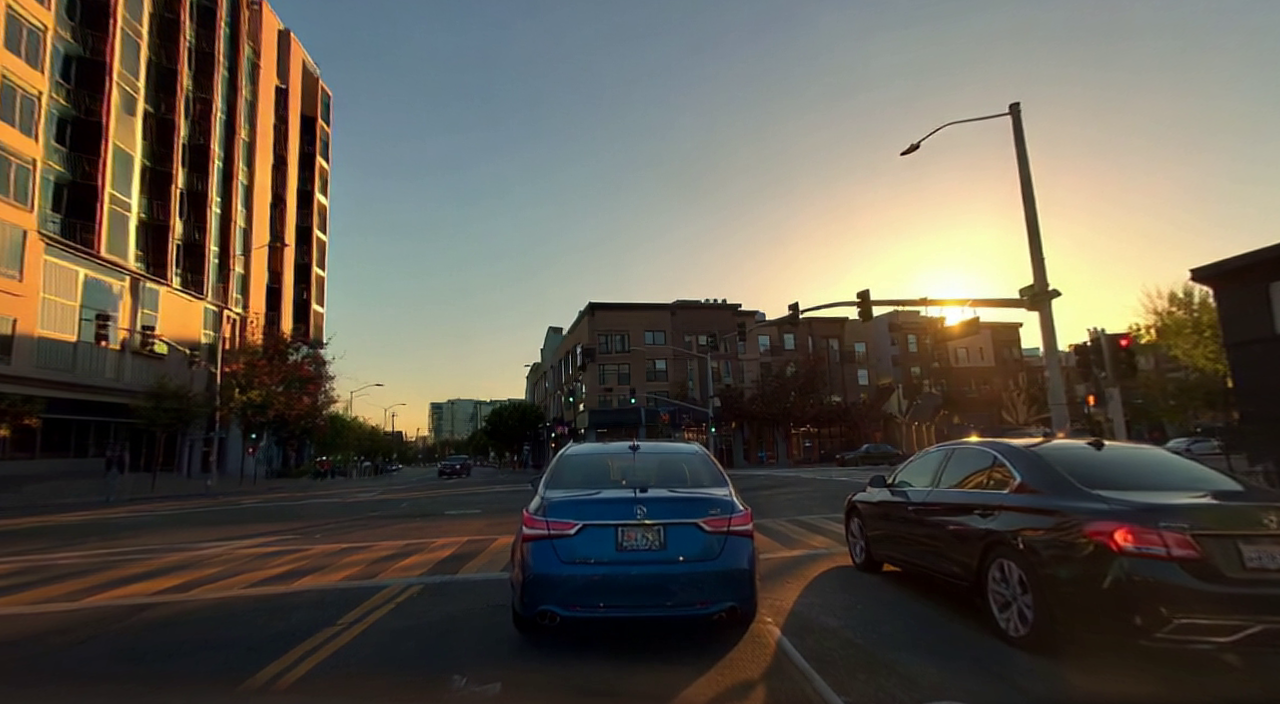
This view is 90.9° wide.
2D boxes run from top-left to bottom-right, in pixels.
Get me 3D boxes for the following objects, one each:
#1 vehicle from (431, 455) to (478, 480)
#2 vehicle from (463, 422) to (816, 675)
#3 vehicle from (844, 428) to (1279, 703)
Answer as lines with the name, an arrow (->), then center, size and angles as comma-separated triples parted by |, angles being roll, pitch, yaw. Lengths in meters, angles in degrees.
vehicle -> -14.461, 9.016, 49.476 | 2.126, 1.782, 4.880 | 0, -8, 1
vehicle -> -0.050, 1.471, 5.861 | 2.094, 1.481, 4.078 | 0, -8, -2
vehicle -> 3.353, 1.408, 5.222 | 1.860, 1.430, 4.089 | 0, -8, -1
